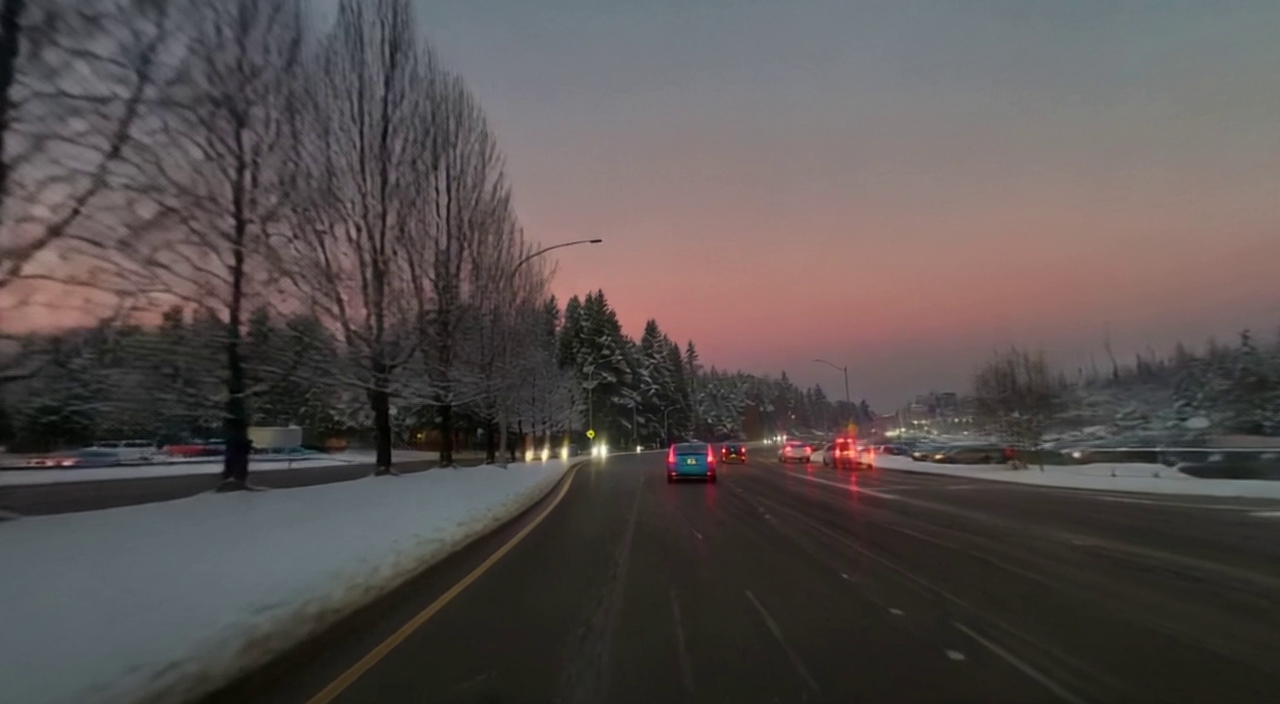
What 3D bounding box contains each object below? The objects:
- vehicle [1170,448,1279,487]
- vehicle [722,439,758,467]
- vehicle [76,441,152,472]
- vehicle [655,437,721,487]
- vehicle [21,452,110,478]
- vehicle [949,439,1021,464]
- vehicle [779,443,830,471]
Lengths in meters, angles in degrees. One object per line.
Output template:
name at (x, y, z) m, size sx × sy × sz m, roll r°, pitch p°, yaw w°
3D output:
vehicle at (23.541, 4.433, 24.442) m, size 1.658 × 1.363 × 4.223 m, roll 2°, pitch -9°, yaw -15°
vehicle at (6.828, 6.912, 43.348) m, size 1.976 × 1.796 × 4.159 m, roll 0°, pitch -9°, yaw 3°
vehicle at (-37.495, 7.469, 45.057) m, size 2.208 × 2.008 × 5.391 m, roll 2°, pitch -9°, yaw -18°
vehicle at (1.648, 3.934, 22.789) m, size 2.145 × 1.603 × 4.369 m, roll 0°, pitch -9°, yaw 2°
vehicle at (-35.950, 7.045, 39.550) m, size 1.880 × 1.535 × 4.620 m, roll 2°, pitch -9°, yaw -11°
vehicle at (26.730, 7.676, 48.784) m, size 4.719 × 1.851 × 1.920 m, roll 2°, pitch -9°, yaw -15°
vehicle at (9.474, 6.047, 36.536) m, size 1.928 × 1.488 × 4.361 m, roll 0°, pitch -9°, yaw 2°
